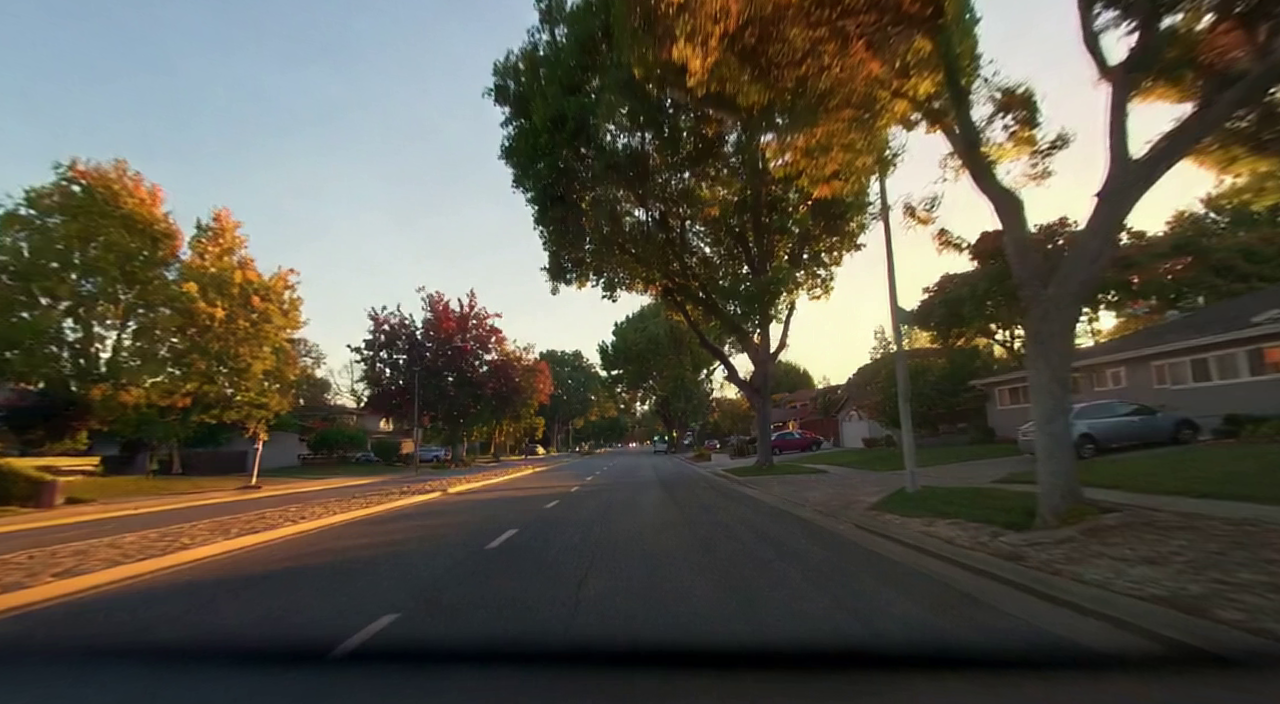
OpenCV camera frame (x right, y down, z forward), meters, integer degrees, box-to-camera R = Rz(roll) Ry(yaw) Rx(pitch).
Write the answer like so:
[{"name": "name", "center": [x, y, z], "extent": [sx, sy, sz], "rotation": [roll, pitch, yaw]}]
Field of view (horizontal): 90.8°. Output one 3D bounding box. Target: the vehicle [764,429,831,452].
[{"name": "vehicle", "center": [11.817, 6.688, 47.549], "extent": [4.545, 1.680, 2.001], "rotation": [-1, -8, 4]}]
